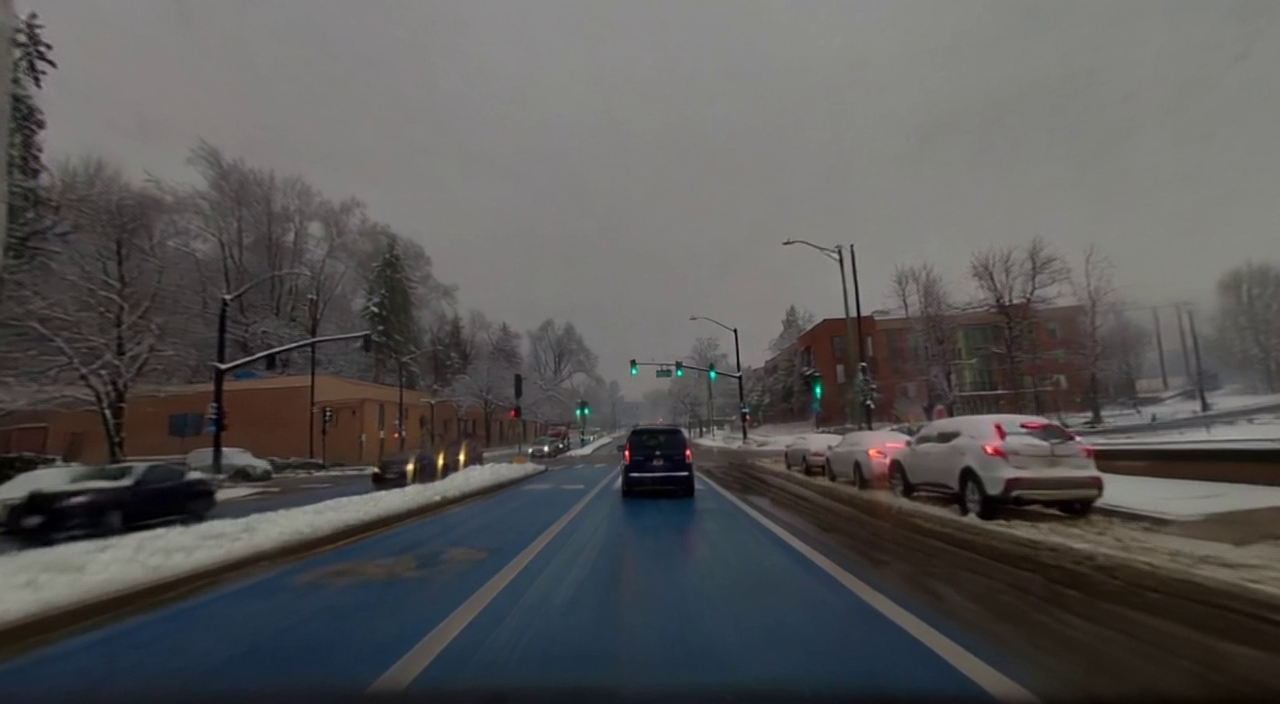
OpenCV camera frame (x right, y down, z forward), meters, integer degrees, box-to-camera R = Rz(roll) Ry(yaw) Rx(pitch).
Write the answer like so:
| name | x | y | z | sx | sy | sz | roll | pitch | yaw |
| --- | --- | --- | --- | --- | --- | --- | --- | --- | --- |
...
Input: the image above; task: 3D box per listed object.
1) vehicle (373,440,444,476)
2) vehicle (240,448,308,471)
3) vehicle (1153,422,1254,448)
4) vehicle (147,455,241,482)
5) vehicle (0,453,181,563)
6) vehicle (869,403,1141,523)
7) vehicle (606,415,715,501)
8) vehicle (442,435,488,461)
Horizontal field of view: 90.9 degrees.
| name | x | y | z | sx | sy | sz | roll | pitch | yaw |
| --- | --- | --- | --- | --- | --- | --- | --- | --- | --- |
| vehicle | -12.800 | 5.852 | 35.232 | 1.975 | 1.820 | 4.838 | -1 | -8 | 1 |
| vehicle | -27.195 | 7.958 | 47.026 | 1.857 | 1.535 | 4.900 | -1 | -8 | 4 |
| vehicle | 33.576 | 4.985 | 37.650 | 4.275 | 1.487 | 1.781 | 0 | -8 | 0 |
| vehicle | -27.766 | 7.264 | 39.353 | 4.478 | 1.578 | 1.890 | -1 | -8 | 3 |
| vehicle | -10.384 | 2.522 | 10.656 | 2.019 | 1.547 | 4.315 | 0 | -8 | -1 |
| vehicle | 6.561 | 2.084 | 12.307 | 2.205 | 1.823 | 5.078 | 0 | -8 | 0 |
| vehicle | 0.416 | 2.547 | 15.450 | 2.283 | 1.773 | 4.255 | 0 | -8 | 0 |
| vehicle | -13.076 | 7.202 | 47.400 | 2.025 | 1.785 | 4.845 | -1 | -8 | 1 |
